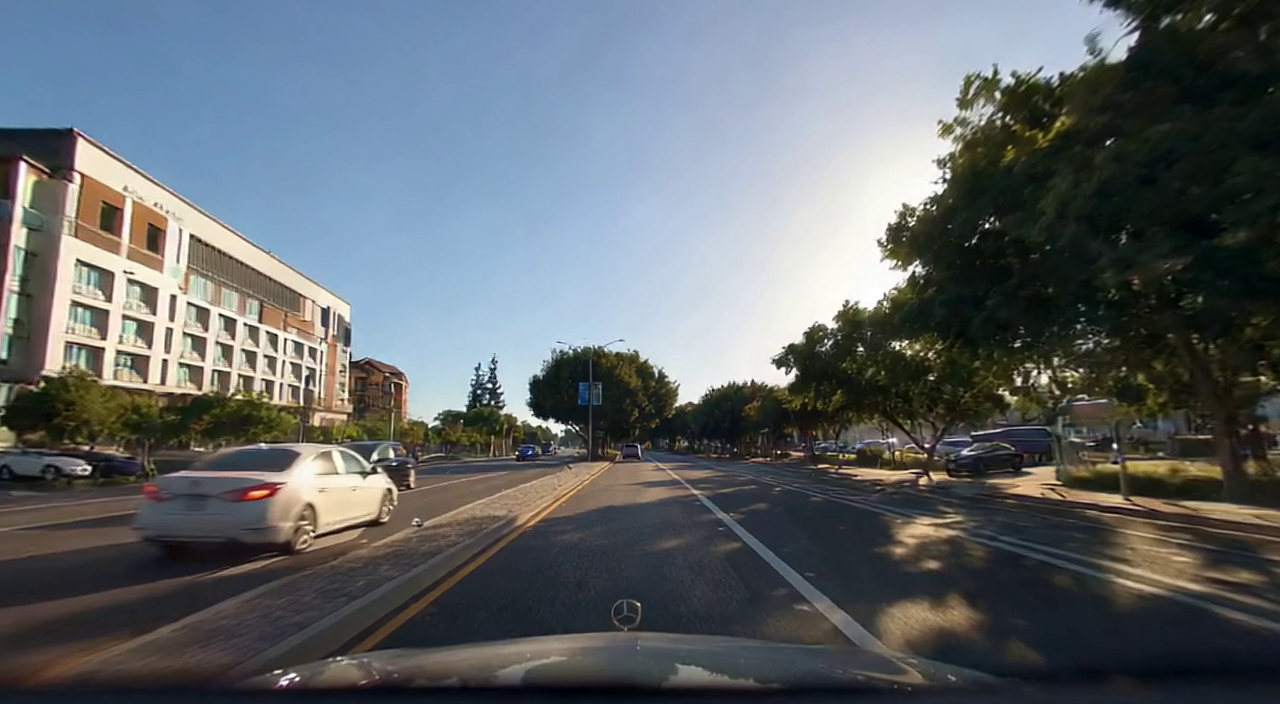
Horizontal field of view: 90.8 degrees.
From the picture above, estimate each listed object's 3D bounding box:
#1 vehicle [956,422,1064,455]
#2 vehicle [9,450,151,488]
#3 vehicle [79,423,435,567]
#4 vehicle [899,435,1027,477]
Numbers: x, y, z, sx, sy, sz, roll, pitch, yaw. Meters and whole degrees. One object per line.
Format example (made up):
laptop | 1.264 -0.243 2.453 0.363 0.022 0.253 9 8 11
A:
vehicle | 22.174 5.256 38.052 2.308 1.856 4.987 7 -11 -39
vehicle | -24.368 5.073 27.628 4.252 1.576 1.998 0 -9 0
vehicle | -5.108 1.988 9.762 2.140 1.559 5.549 0 -9 -1
vehicle | 14.973 4.821 29.445 4.761 1.832 2.201 1 -9 -7
